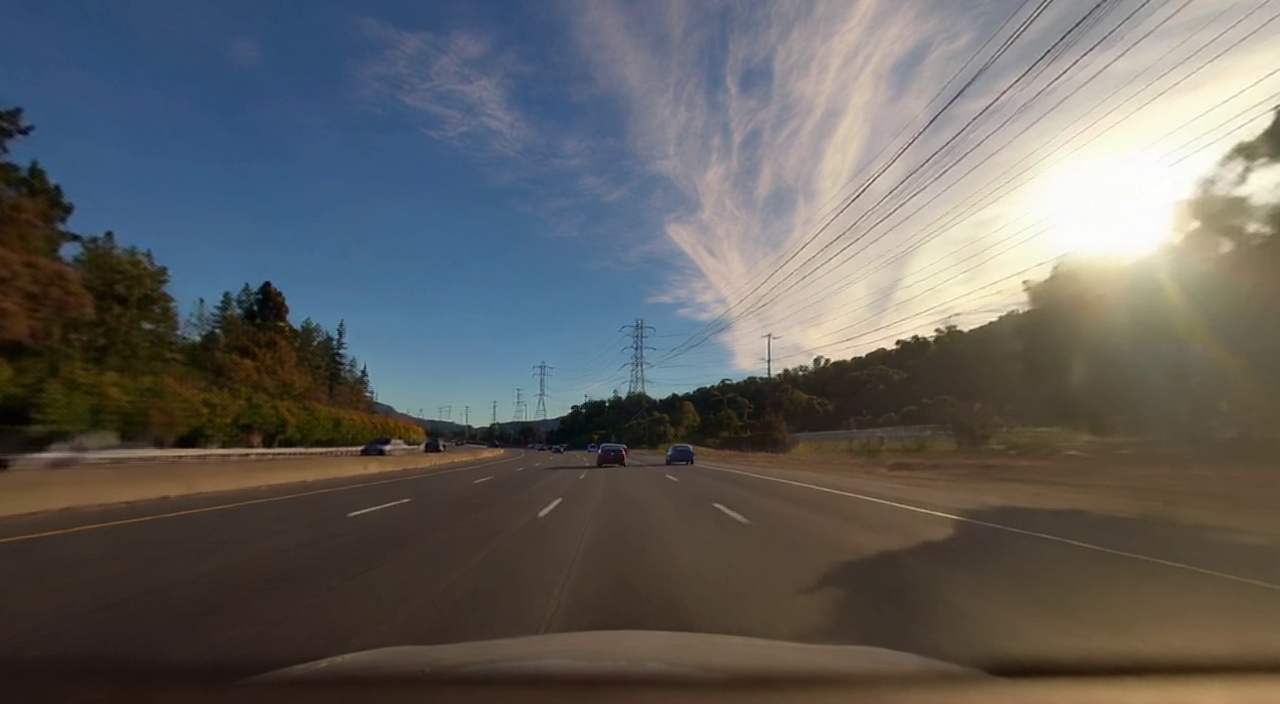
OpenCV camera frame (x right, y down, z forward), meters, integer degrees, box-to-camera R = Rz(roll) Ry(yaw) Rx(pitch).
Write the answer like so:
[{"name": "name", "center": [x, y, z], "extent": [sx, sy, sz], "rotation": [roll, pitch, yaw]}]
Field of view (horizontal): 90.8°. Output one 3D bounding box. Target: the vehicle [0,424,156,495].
[{"name": "vehicle", "center": [-14.570, 2.573, 15.375], "extent": [1.890, 1.507, 4.764], "rotation": [0, -8, -2]}]

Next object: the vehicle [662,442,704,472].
[{"name": "vehicle", "center": [2.306, 5.745, 34.726], "extent": [1.789, 1.503, 3.897], "rotation": [1, -8, -4]}]

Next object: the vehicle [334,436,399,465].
[{"name": "vehicle", "center": [-15.511, 5.624, 36.073], "extent": [1.915, 1.521, 4.350], "rotation": [1, -9, -3]}]

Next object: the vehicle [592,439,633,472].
[{"name": "vehicle", "center": [-1.579, 5.746, 35.240], "extent": [2.188, 1.714, 3.921], "rotation": [1, -8, -4]}]
